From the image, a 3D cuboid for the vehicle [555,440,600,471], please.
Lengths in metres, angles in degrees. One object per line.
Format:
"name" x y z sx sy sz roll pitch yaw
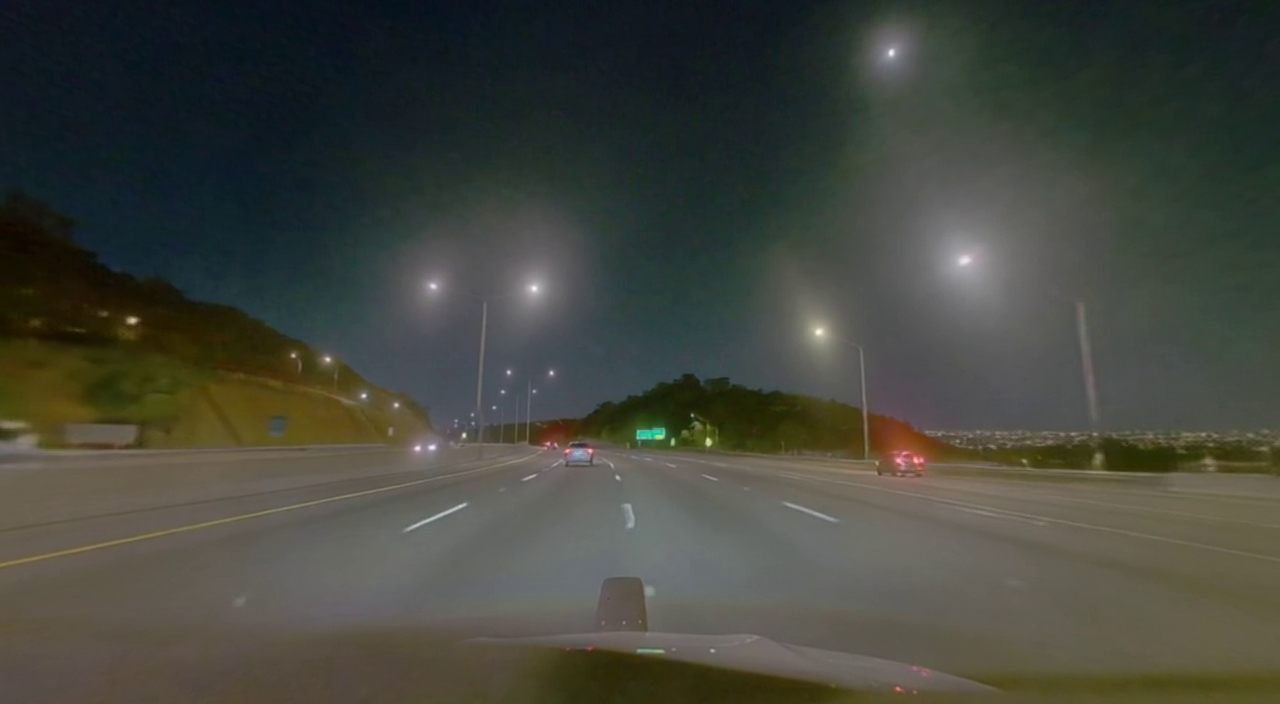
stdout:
"vehicle" -3.230 5.411 33.252 2.193 1.497 4.337 0 -8 -4
